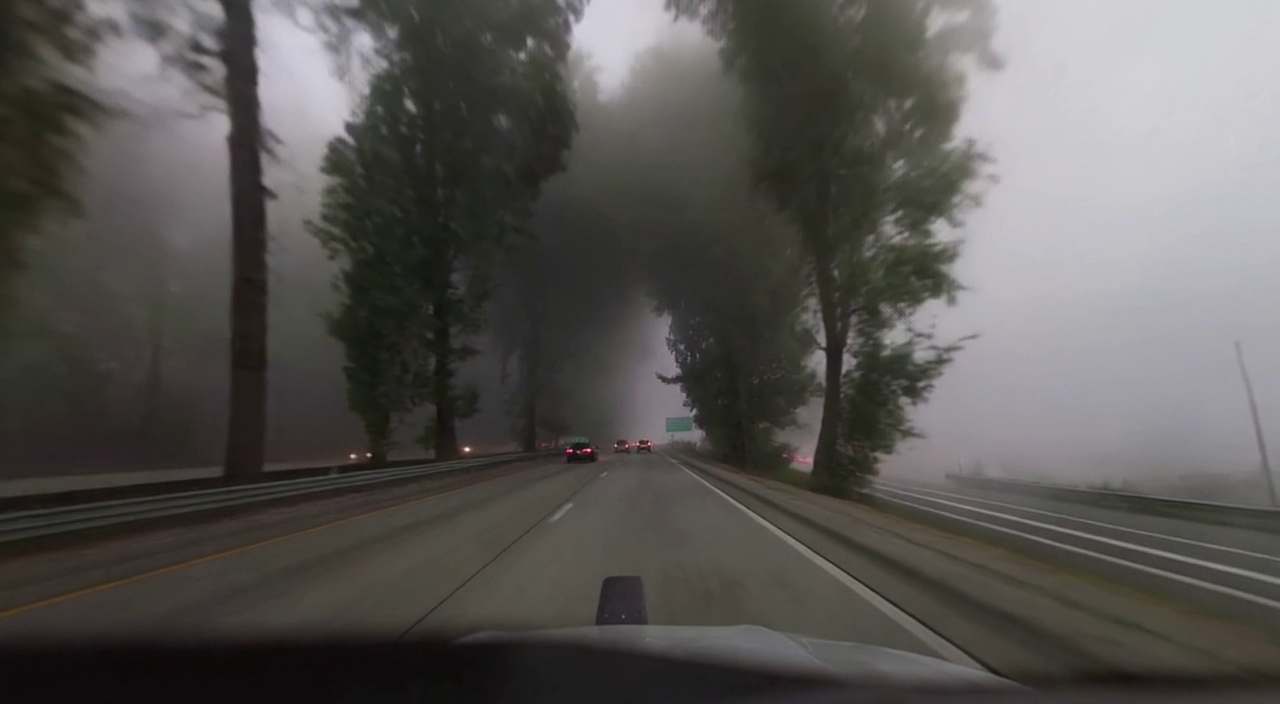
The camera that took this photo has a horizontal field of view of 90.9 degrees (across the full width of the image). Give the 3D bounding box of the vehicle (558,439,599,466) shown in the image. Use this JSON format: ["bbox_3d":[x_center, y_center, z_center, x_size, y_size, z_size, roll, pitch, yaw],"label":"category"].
[{"bbox_3d":[-3.646,6.062,38.116,2.025,1.571,3.662,-1,-9,1],"label":"vehicle"}]
